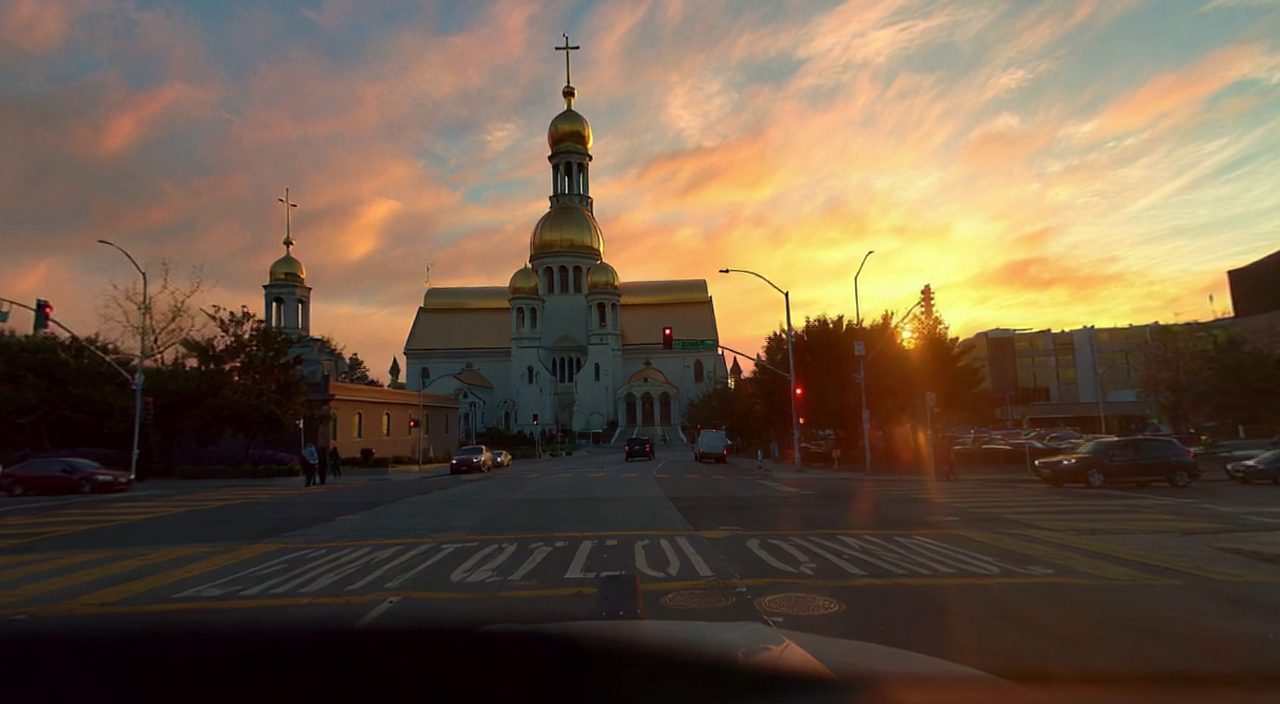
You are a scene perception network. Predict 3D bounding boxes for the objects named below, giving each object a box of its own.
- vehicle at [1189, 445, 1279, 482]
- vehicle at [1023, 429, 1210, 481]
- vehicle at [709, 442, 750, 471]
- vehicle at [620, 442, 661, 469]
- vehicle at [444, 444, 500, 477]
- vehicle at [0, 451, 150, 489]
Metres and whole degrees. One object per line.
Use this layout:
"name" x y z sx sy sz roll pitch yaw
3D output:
"vehicle" 26.378 4.680 26.679 4.561 1.475 1.850 0 -8 0
"vehicle" 19.865 4.305 26.579 5.852 2.057 2.361 0 -8 0
"vehicle" 5.826 6.859 41.508 1.969 1.776 4.329 0 -8 -2
"vehicle" 0.085 6.992 42.976 2.051 1.724 4.567 -1 -9 9
"vehicle" -10.237 6.614 38.950 2.076 1.876 4.669 0 -8 1
"vehicle" -23.363 4.867 26.219 4.479 1.476 1.873 0 -8 1
